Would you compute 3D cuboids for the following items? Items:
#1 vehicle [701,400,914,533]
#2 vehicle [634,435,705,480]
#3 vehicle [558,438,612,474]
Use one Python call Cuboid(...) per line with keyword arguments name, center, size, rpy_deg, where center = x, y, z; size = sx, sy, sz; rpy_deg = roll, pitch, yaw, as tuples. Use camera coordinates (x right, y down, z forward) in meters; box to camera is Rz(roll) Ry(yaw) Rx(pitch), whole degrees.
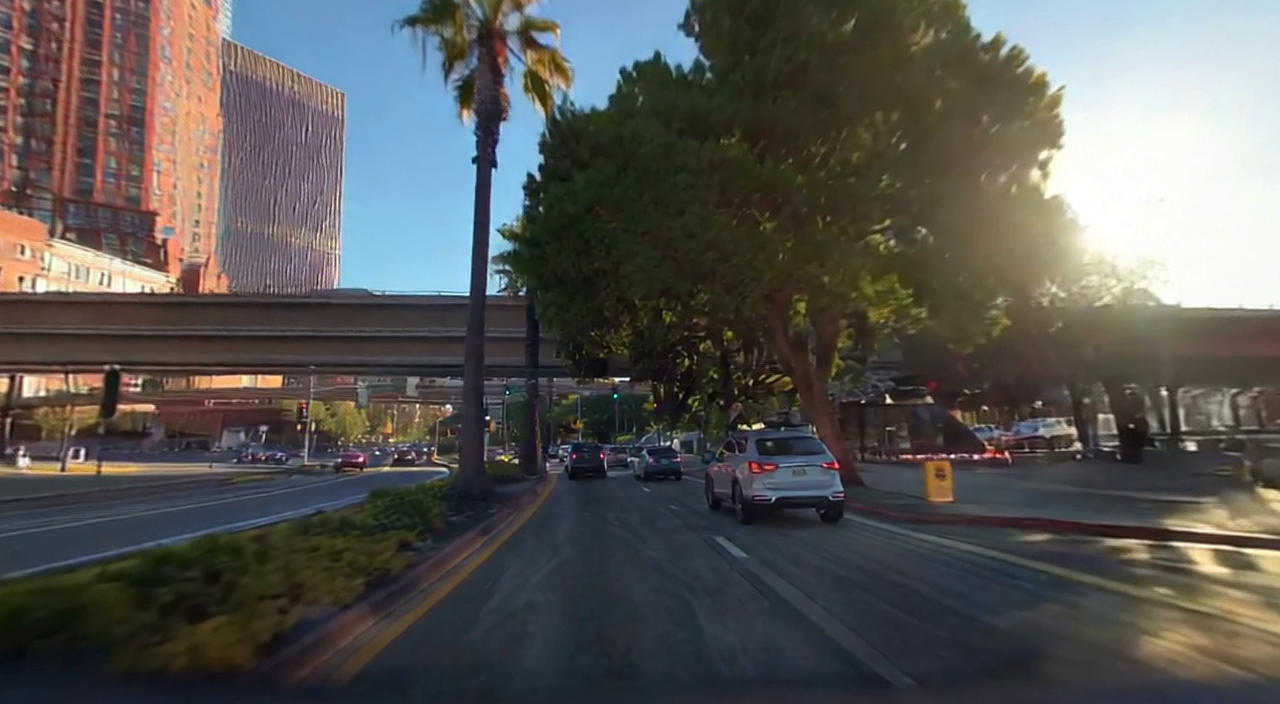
Cuboid(name="vehicle", center=(2.799, 2.117, 12.214), size=(2.407, 1.991, 5.130), rpy_deg=(0, -9, -4))
Cuboid(name="vehicle", center=(1.108, 4.400, 26.585), size=(2.214, 1.711, 4.474), rpy_deg=(1, -9, -7))
Cuboid(name="vehicle", center=(-2.846, 5.195, 31.712), size=(2.332, 1.625, 4.933), rpy_deg=(1, -9, -9))
